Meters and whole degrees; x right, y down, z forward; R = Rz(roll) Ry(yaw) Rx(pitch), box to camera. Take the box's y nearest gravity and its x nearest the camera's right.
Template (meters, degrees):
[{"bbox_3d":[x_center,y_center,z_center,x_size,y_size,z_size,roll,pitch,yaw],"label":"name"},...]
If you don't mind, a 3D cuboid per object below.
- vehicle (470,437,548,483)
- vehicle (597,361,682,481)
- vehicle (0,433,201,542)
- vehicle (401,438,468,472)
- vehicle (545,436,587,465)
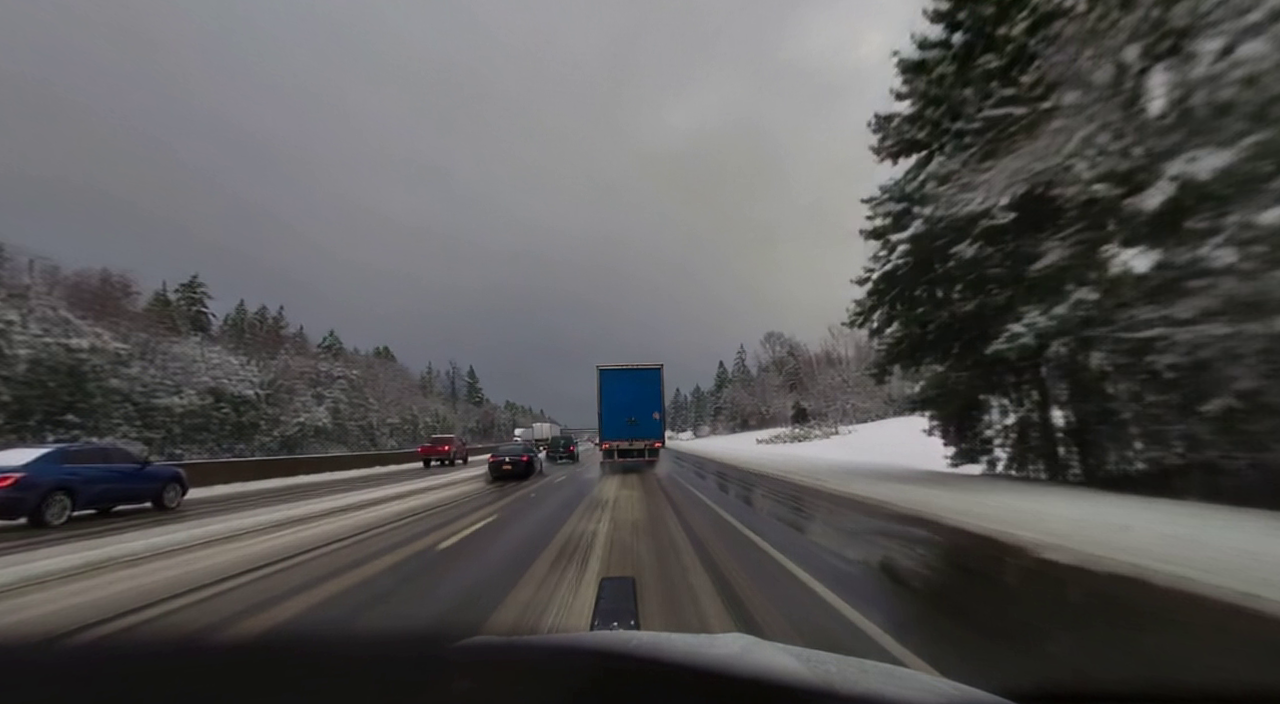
[{"bbox_3d":[-4.870,4.068,24.014,2.164,1.582,3.979,0,-8,0],"label":"vehicle"},{"bbox_3d":[-0.205,3.106,27.002,2.913,4.113,10.724,0,-8,-2],"label":"vehicle"},{"bbox_3d":[-10.042,2.183,10.712,1.899,1.517,4.554,0,-8,-1],"label":"vehicle"},{"bbox_3d":[-10.283,5.168,31.756,1.952,1.590,4.090,0,-8,1],"label":"vehicle"},{"bbox_3d":[-4.603,6.168,39.609,2.158,1.680,4.087,0,-8,0],"label":"vehicle"}]
